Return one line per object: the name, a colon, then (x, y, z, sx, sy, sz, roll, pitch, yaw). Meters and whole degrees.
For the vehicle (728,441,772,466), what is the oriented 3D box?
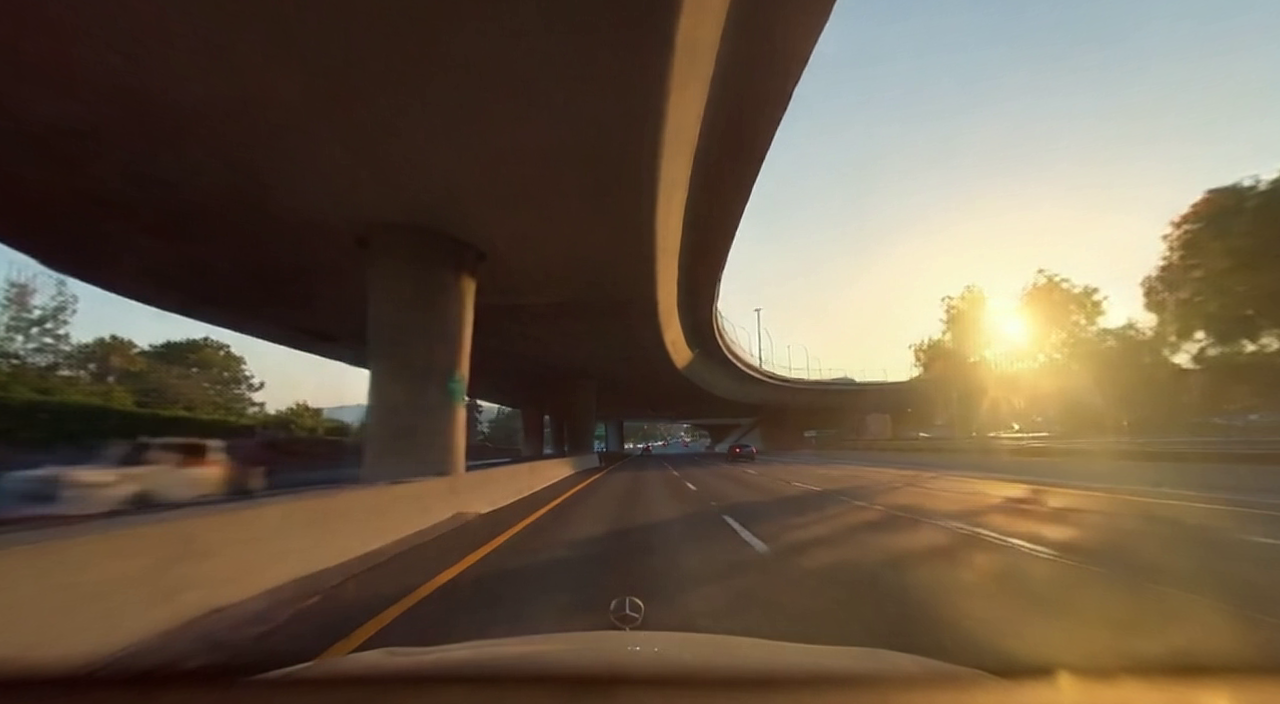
vehicle: (7.006, 6.519, 40.563, 2.025, 1.484, 4.208, 0, -8, 0)

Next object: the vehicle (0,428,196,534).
vehicle: (-10.538, 2.189, 11.145, 2.027, 1.551, 4.656, 0, -8, -1)
